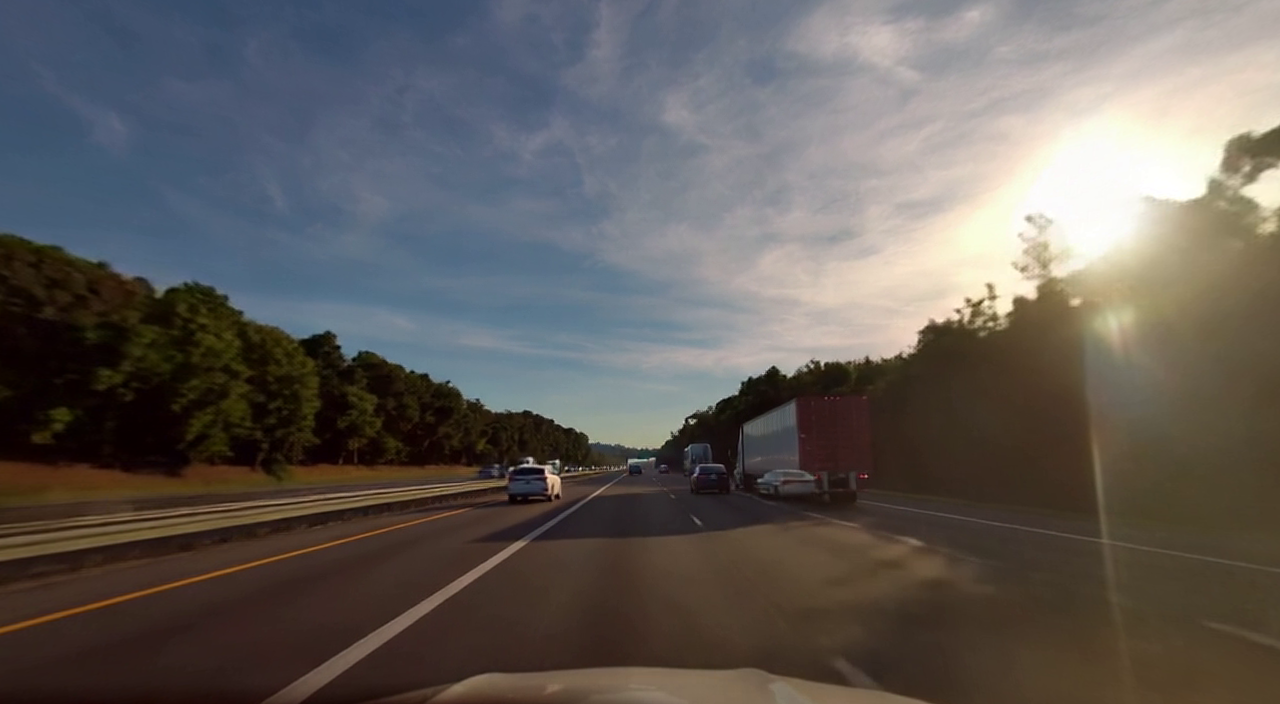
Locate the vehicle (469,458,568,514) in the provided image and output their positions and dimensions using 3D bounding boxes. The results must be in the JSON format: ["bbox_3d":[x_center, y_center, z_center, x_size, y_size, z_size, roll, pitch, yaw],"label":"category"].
[{"bbox_3d":[-3.620,4.119,19.717,2.065,1.485,4.682,1,-10,1],"label":"vehicle"}]

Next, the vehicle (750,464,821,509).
[{"bbox_3d":[5.271,4.921,23.227,1.672,1.475,3.733,1,-11,-1],"label":"vehicle"}]

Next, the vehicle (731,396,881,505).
[{"bbox_3d":[7.530,5.289,32.521,2.861,4.086,17.499,1,-10,-1],"label":"vehicle"}]

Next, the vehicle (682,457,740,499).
[{"bbox_3d":[3.208,5.819,29.196,2.050,1.708,4.457,1,-10,-1],"label":"vehicle"}]
